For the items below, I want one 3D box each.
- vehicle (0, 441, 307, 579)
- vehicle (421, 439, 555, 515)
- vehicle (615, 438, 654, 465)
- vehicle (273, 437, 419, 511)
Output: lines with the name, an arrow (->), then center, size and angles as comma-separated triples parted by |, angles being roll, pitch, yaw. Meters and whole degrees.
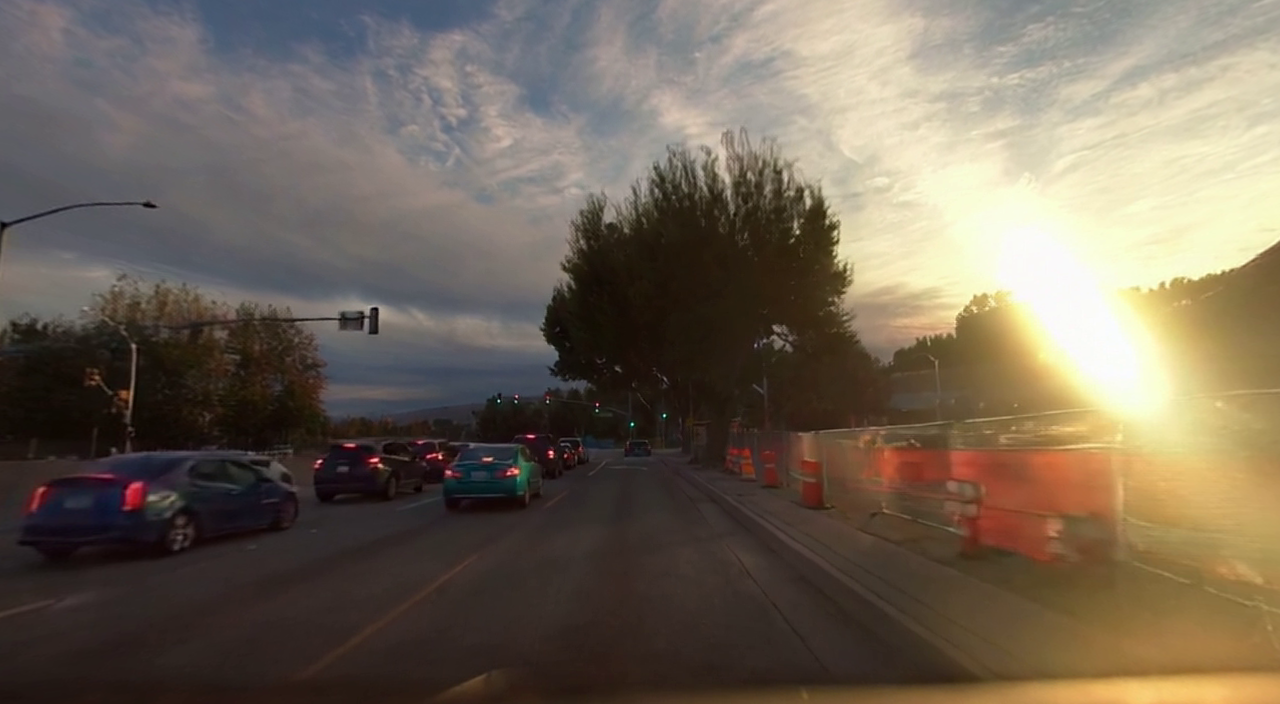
vehicle -> -7.086, 2.180, 9.521 | 1.900, 1.507, 4.285 | -3, -9, -1
vehicle -> -3.279, 2.783, 14.562 | 2.042, 1.441, 4.172 | -1, -9, 0
vehicle -> -0.333, 5.967, 37.809 | 2.183, 1.506, 4.286 | 0, -9, 0
vehicle -> -7.944, 3.305, 17.645 | 1.949, 1.697, 4.406 | -3, -9, 0
